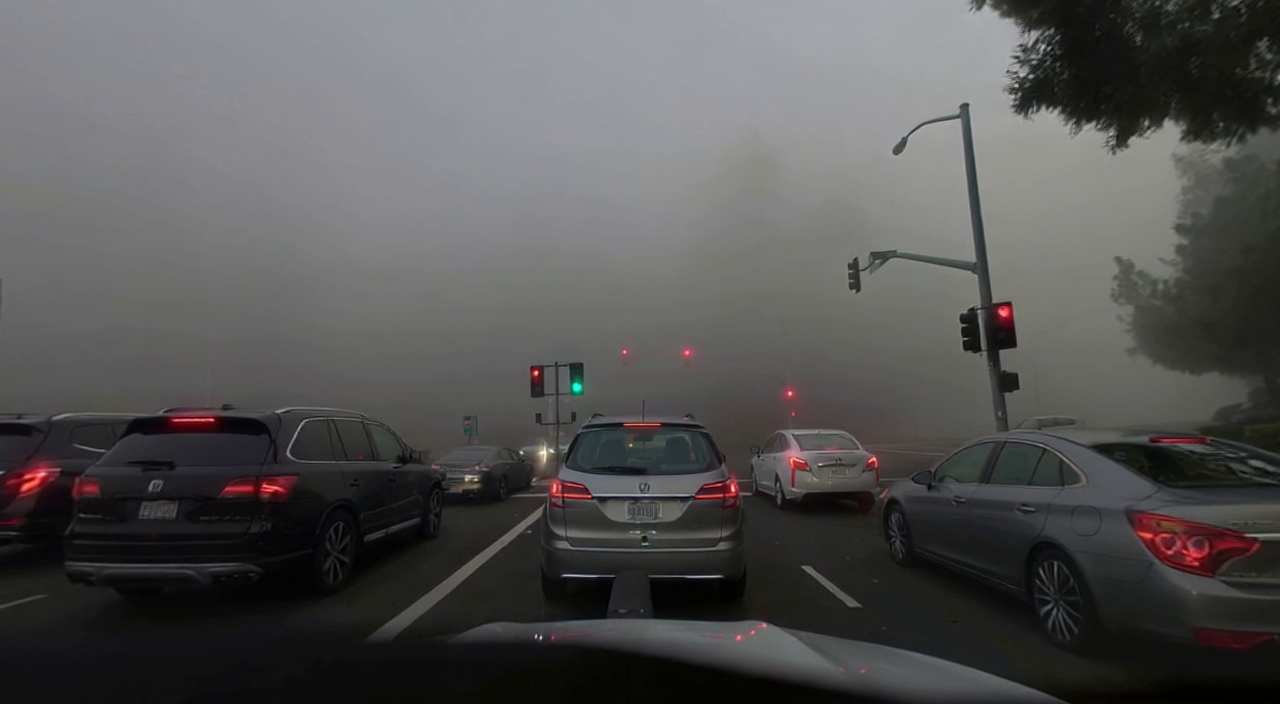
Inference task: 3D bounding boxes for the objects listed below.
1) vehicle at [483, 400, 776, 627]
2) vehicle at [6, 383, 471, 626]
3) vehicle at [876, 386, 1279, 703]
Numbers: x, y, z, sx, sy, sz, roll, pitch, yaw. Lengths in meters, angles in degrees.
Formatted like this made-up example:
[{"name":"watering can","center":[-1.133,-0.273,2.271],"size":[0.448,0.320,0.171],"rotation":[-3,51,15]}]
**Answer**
[{"name":"vehicle","center":[-0.054,1.400,6.302],"size":[2.047,1.579,3.642],"rotation":[0,-8,1]},{"name":"vehicle","center":[-3.556,1.427,6.849],"size":[2.014,1.755,4.360],"rotation":[0,-8,3]},{"name":"vehicle","center":[3.584,1.199,4.601],"size":[2.010,1.486,4.498],"rotation":[0,-8,1]}]
